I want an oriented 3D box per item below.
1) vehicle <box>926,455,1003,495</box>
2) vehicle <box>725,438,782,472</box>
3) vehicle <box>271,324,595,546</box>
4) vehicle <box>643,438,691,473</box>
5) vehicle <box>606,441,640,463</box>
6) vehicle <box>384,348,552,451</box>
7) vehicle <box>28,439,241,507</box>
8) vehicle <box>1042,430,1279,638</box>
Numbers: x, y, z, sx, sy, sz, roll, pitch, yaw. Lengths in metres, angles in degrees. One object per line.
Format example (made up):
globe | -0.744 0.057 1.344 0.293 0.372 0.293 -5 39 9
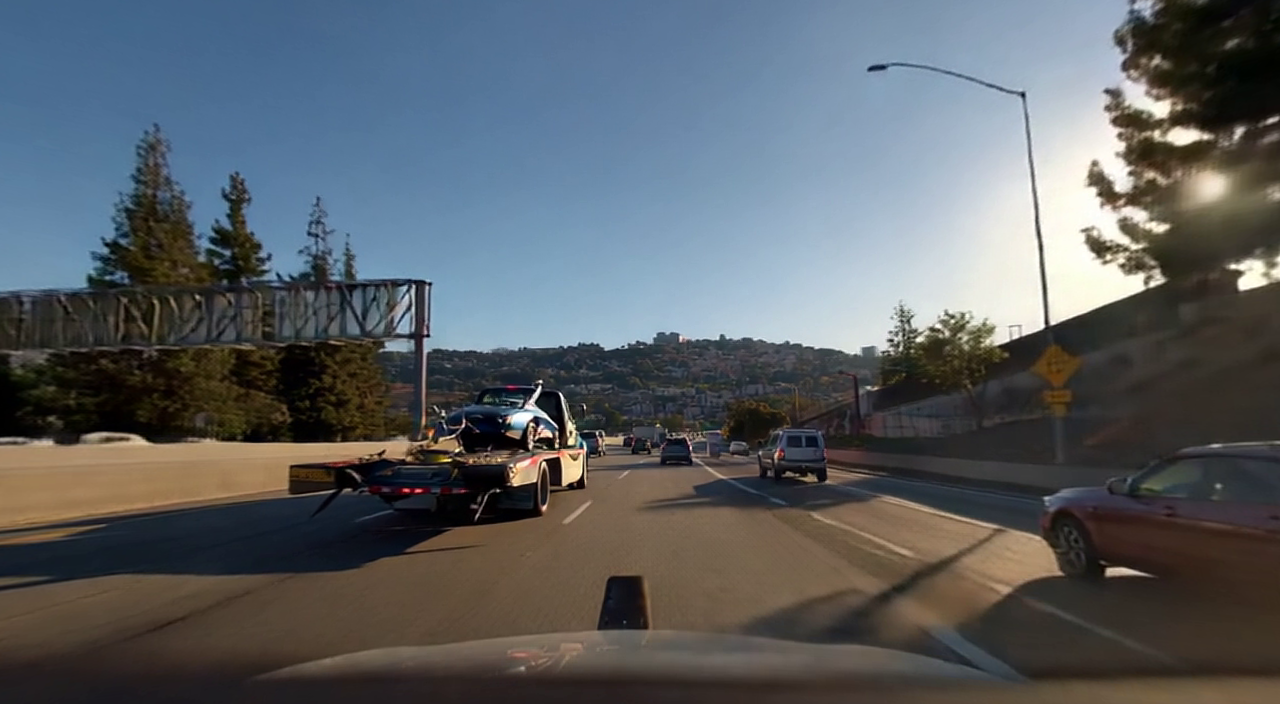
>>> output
vehicle | 22.372 8.430 43.760 2.433 2.488 4.939 1 -8 -4
vehicle | 5.818 5.356 32.916 2.075 1.614 4.682 0 -8 0
vehicle | -3.113 1.826 13.589 3.162 2.955 10.282 0 -8 2
vehicle | 1.266 4.816 29.491 2.079 1.499 3.915 0 -8 2
vehicle | -1.169 7.047 44.632 2.016 1.450 4.310 0 -8 4
vehicle | -3.111 1.116 12.609 1.893 1.674 4.766 0 -8 1
vehicle | -12.741 3.031 16.351 1.949 1.509 4.168 0 -8 2
vehicle | 5.625 1.367 4.886 2.040 1.481 4.260 1 -8 -3
